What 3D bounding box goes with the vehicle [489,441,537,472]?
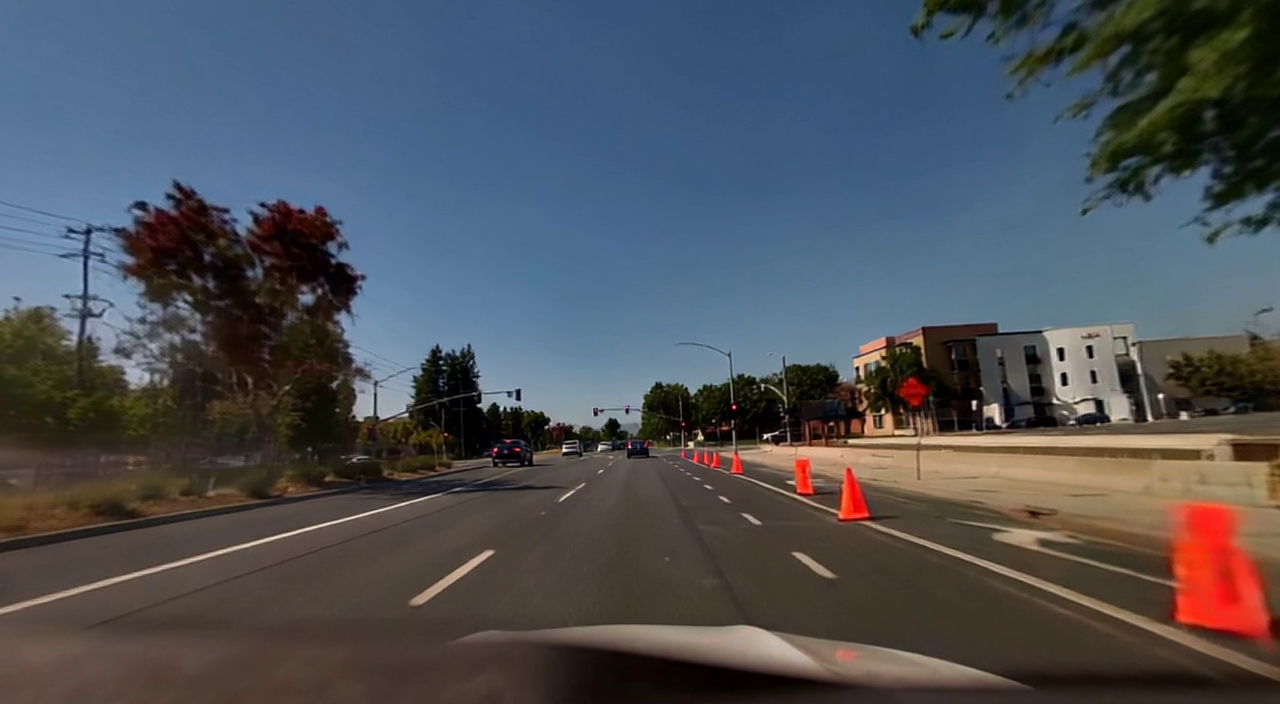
[{"bbox_3d":[-6.910,5.717,34.858,1.869,1.570,4.064,0,-8,-1],"label":"vehicle"}]
